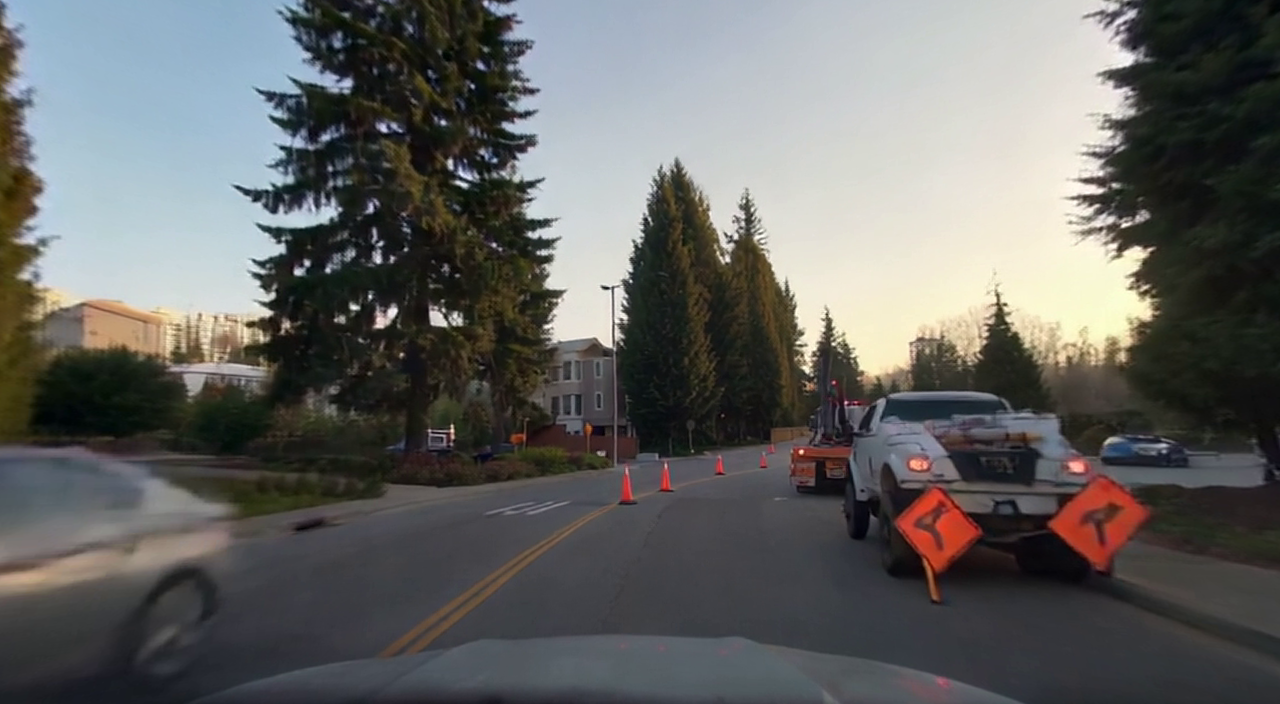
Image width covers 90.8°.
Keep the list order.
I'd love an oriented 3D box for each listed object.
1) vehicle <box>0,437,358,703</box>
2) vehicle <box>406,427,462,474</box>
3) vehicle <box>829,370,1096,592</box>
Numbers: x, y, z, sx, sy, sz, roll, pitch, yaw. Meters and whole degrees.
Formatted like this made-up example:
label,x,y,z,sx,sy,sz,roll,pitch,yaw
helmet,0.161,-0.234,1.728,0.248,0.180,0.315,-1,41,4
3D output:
label,x,y,z,sx,sy,sz,roll,pitch,yaw
vehicle,-3.662,1.187,3.396,1.933,1.428,4.449,-1,-9,5
vehicle,-11.829,5.646,36.411,2.665,2.465,1.532,5,-8,-10
vehicle,3.756,1.507,8.071,1.913,2.241,3.024,-2,-7,5
